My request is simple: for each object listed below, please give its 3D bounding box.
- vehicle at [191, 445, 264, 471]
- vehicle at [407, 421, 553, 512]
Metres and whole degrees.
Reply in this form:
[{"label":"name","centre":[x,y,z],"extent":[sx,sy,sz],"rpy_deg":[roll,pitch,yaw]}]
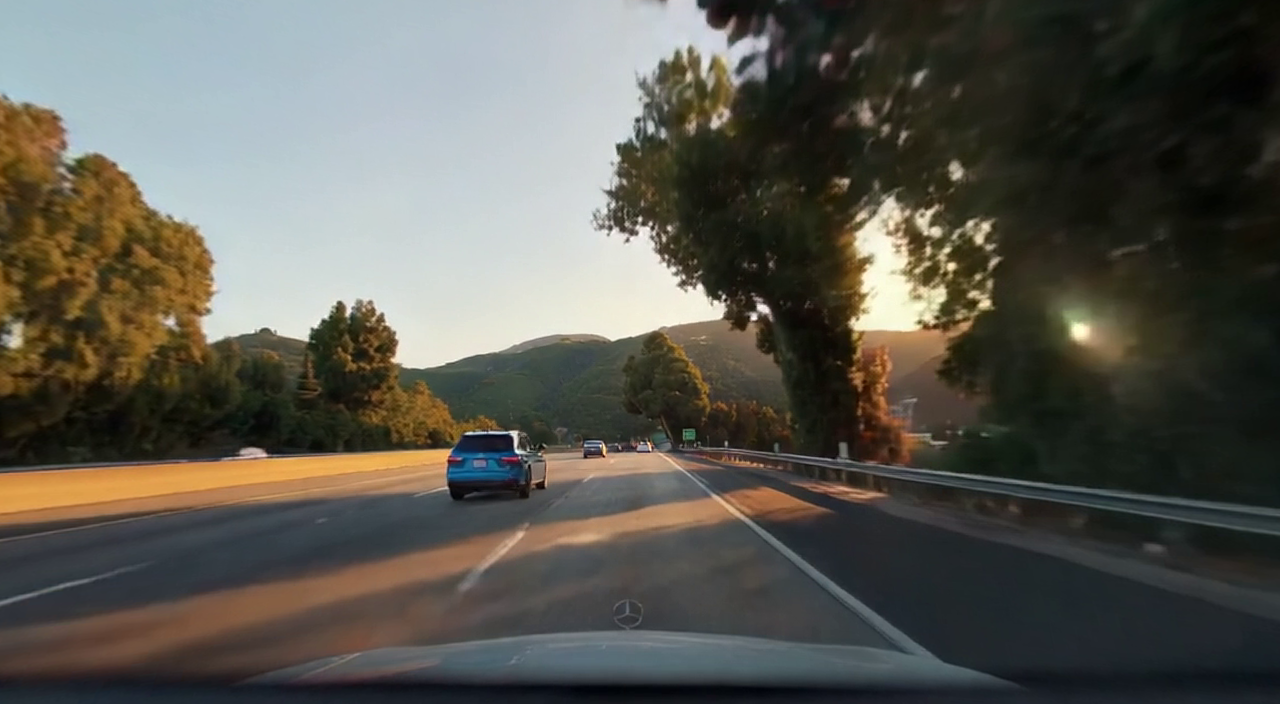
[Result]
[{"label":"vehicle","centre":[-28.527,7.295,43.801],"extent":[1.925,1.639,4.698],"rpy_deg":[-1,-8,0]},{"label":"vehicle","centre":[-3.405,2.522,14.444],"extent":[2.138,1.718,4.415],"rpy_deg":[-1,-8,1]}]
